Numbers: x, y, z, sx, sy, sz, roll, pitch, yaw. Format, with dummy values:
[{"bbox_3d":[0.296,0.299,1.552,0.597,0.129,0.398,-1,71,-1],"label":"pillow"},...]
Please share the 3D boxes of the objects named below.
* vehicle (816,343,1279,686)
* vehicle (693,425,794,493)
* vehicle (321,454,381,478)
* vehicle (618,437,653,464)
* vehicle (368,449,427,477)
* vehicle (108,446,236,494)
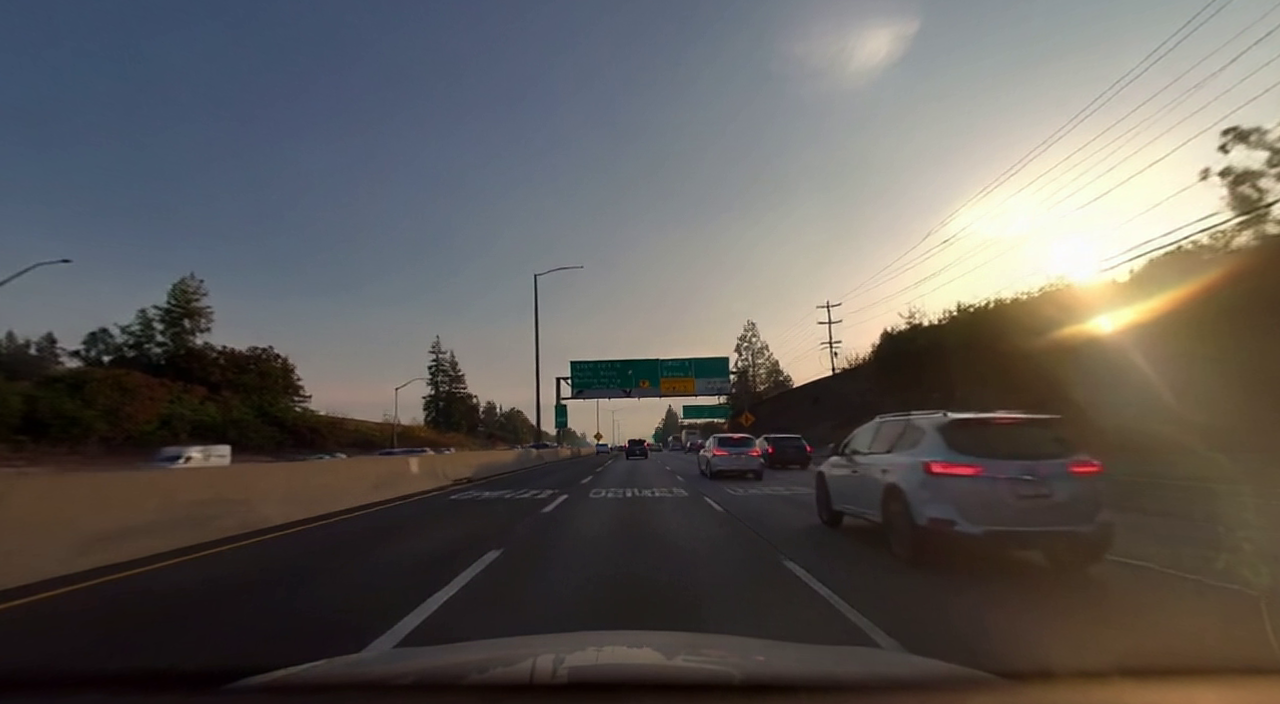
[{"bbox_3d":[3.451,1.228,5.916,2.095,1.886,4.727,0,-8,-1],"label":"vehicle"},{"bbox_3d":[3.006,3.255,19.508,2.152,1.821,4.853,0,-8,-2],"label":"vehicle"},{"bbox_3d":[-19.099,7.547,41.874,1.873,1.469,4.550,0,-8,0],"label":"vehicle"},{"bbox_3d":[-0.340,6.862,43.971,2.314,1.796,4.254,0,-8,-1],"label":"vehicle"},{"bbox_3d":[-15.489,7.092,40.492,1.995,1.664,4.401,0,-8,0],"label":"vehicle"},{"bbox_3d":[-23.375,5.855,31.832,2.250,2.140,5.580,0,-8,-1],"label":"vehicle"}]
